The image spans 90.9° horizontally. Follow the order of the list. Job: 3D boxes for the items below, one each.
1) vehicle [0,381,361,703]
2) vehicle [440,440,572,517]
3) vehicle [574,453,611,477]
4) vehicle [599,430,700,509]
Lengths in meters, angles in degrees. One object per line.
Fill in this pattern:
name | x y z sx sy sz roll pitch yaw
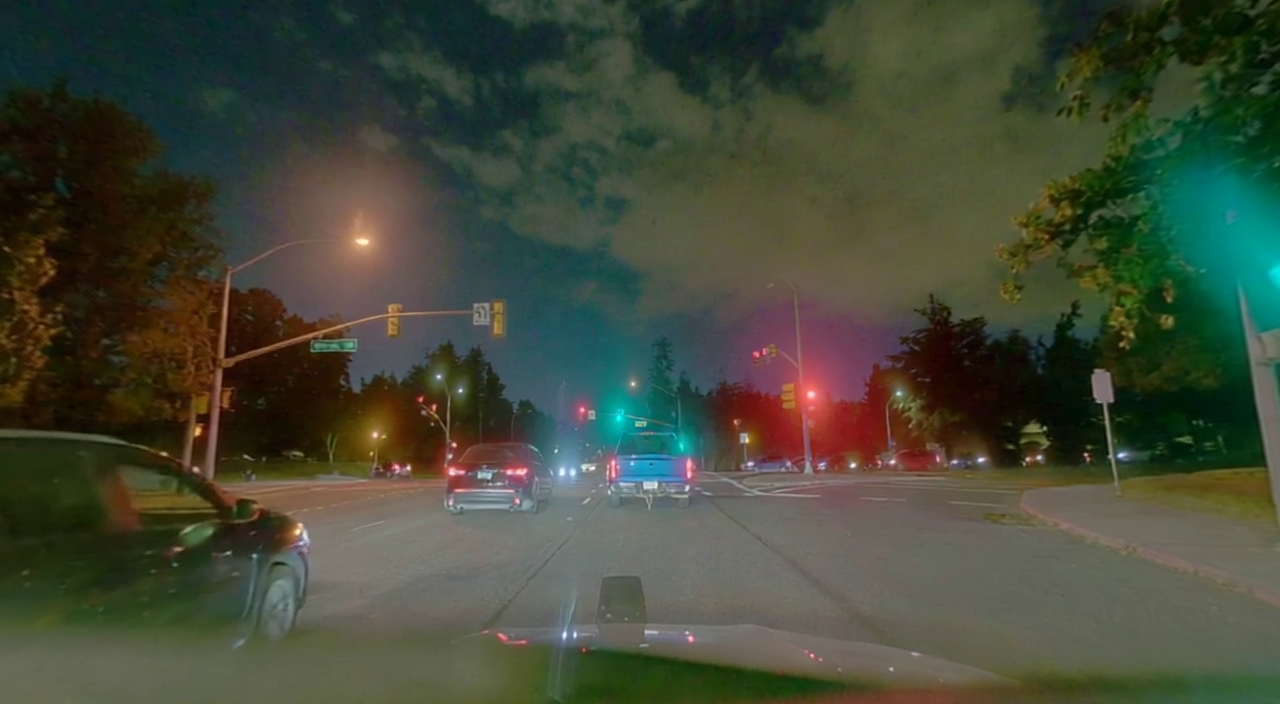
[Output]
vehicle | -3.108 0.993 2.940 1.960 1.528 3.490 0 -8 1
vehicle | -2.861 2.804 14.556 2.013 1.474 4.393 0 -8 1
vehicle | -3.097 7.487 42.017 2.101 1.443 4.367 0 -8 0
vehicle | 0.215 2.834 15.615 2.163 1.678 3.846 0 -8 0
